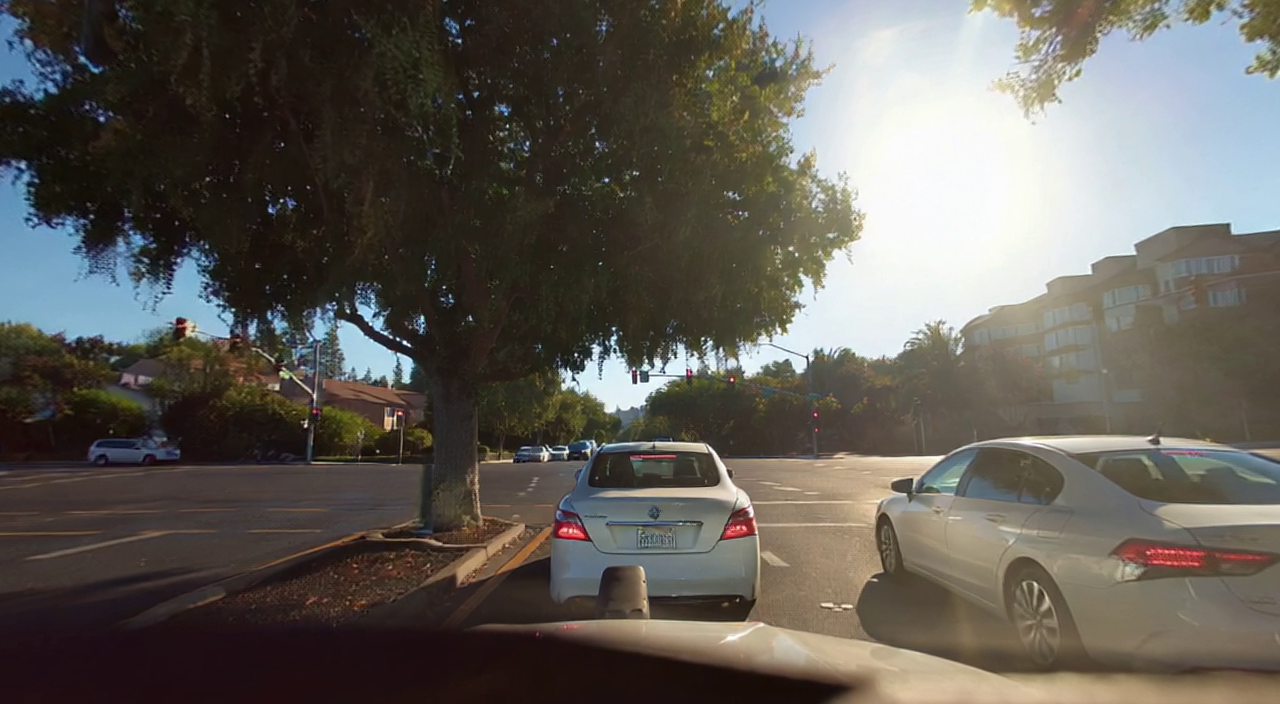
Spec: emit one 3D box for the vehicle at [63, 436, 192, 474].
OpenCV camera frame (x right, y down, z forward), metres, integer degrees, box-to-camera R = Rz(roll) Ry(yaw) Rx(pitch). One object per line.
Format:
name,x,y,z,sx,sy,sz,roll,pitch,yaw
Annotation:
vehicle,-24.279,4.872,29.991,4.450,1.684,1.894,0,-8,0

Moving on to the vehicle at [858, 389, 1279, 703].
vehicle,3.174,1.126,3.894,1.931,1.493,4.555,0,-8,-1

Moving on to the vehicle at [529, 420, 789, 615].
vehicle,0.105,1.563,6.870,2.017,1.485,3.813,0,-8,-1
